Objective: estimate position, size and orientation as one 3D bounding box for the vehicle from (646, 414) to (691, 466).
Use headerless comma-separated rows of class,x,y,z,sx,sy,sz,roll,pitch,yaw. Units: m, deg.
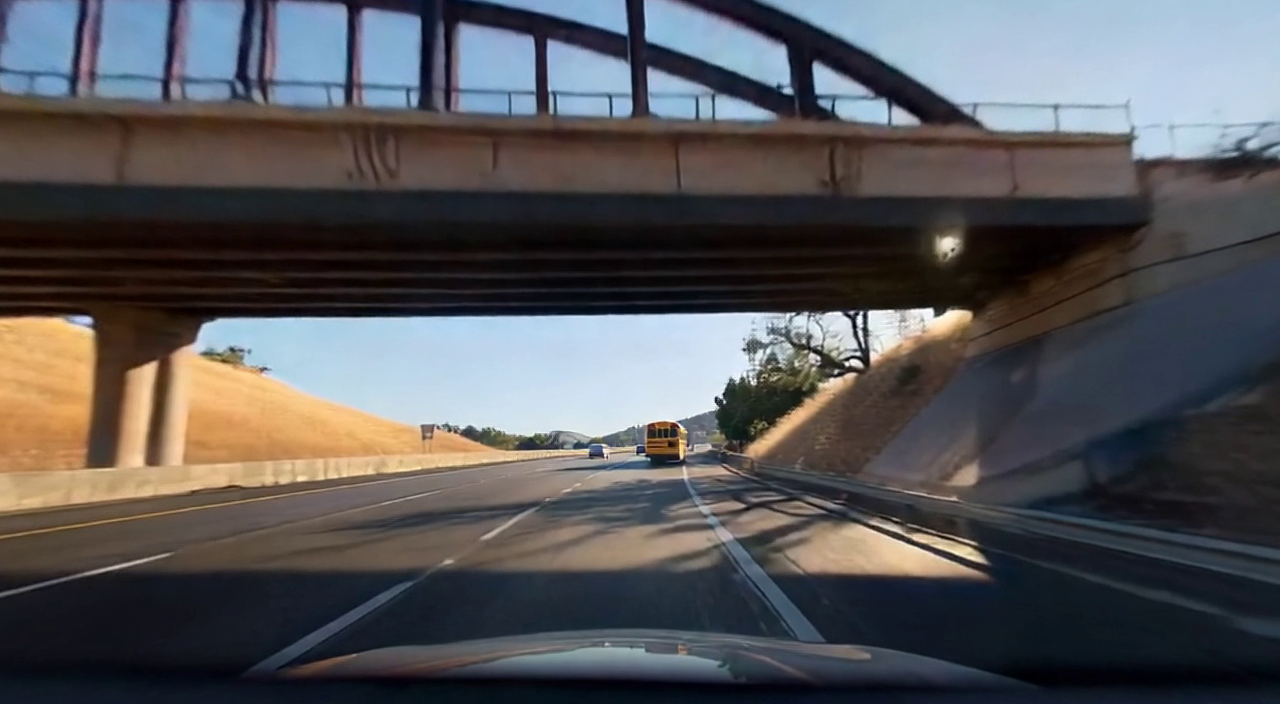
vehicle,2.142,6.465,46.118,2.945,3.295,10.406,0,-8,3
